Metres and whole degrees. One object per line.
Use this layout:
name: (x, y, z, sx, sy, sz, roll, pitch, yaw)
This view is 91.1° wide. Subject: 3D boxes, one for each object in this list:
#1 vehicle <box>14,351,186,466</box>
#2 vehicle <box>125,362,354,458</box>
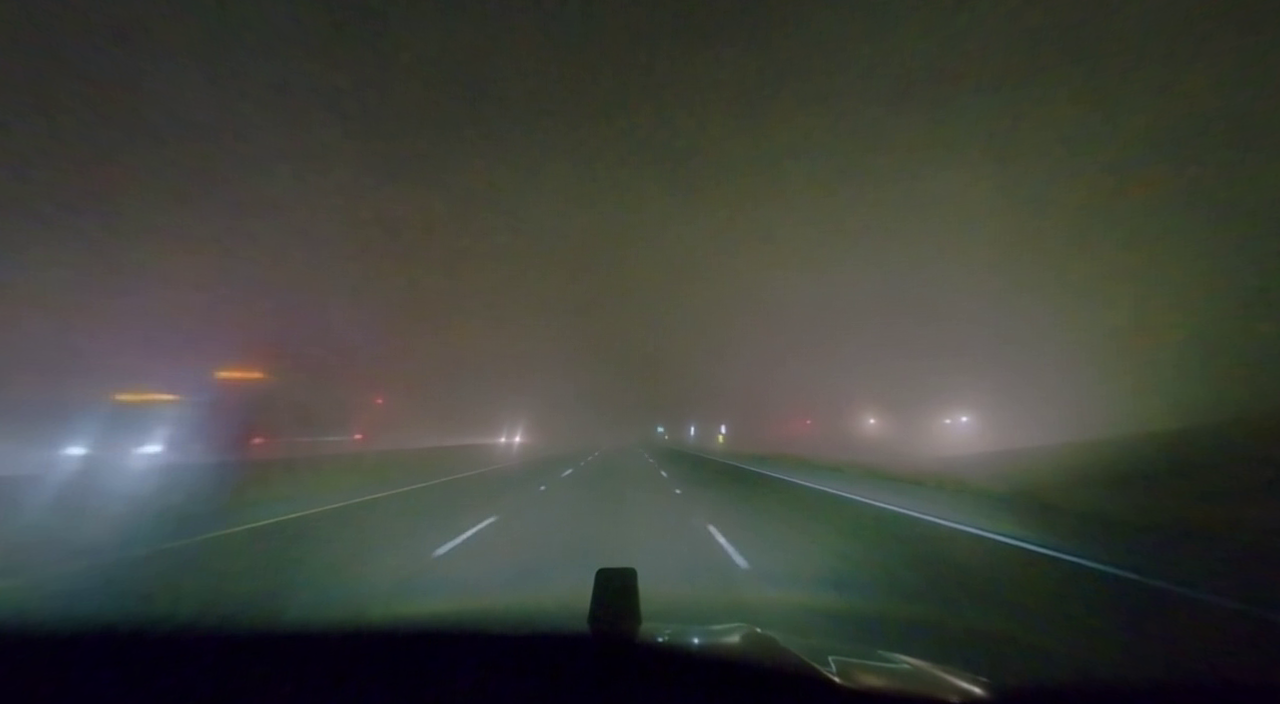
vehicle: (-20.034, 2.164, 23.612, 3.272, 4.006, 3.193, 1, -7, 0)
vehicle: (-20.217, 3.418, 33.785, 3.439, 4.086, 14.035, 0, -8, -2)
